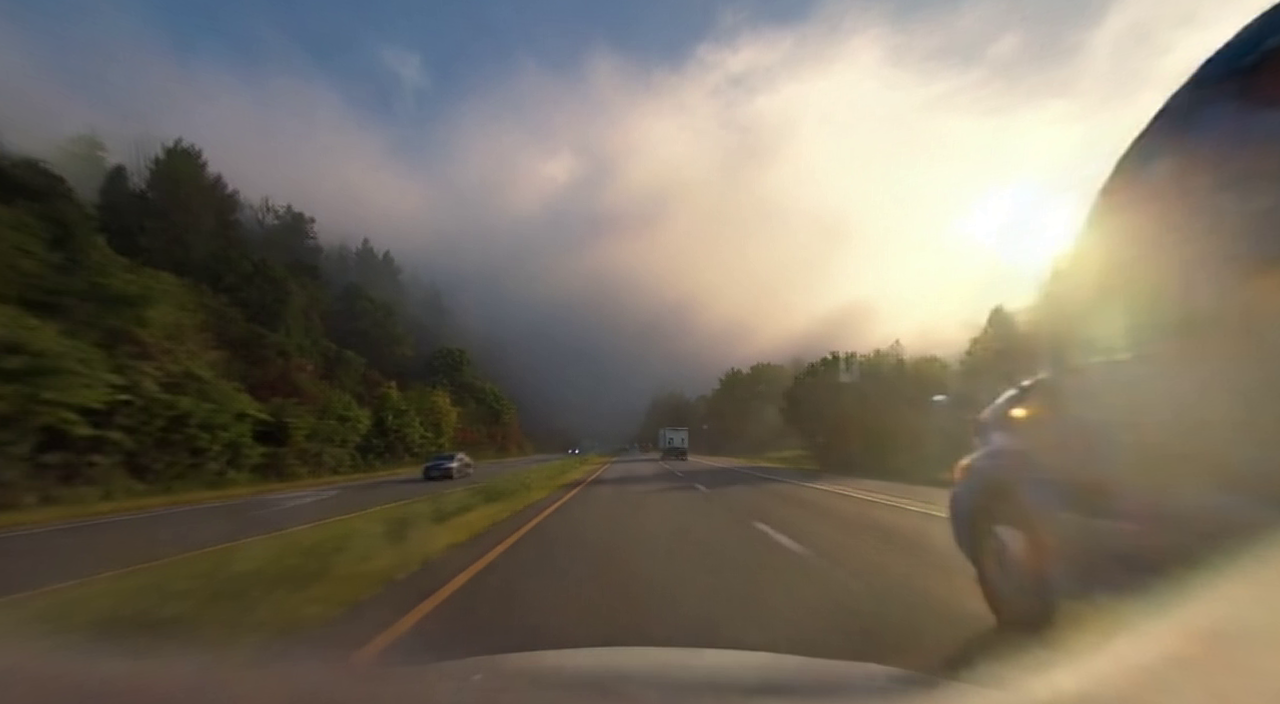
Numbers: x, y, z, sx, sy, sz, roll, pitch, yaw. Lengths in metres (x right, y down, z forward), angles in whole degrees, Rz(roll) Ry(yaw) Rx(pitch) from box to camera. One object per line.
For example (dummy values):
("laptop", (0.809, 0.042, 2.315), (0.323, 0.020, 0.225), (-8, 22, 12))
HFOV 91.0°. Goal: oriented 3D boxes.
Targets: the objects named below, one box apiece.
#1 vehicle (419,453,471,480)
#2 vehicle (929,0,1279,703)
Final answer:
("vehicle", (-12.406, 7.271, 40.232), (1.923, 1.507, 4.349), (-1, -8, 0))
("vehicle", (4.241, -0.331, 0.600), (3.101, 3.507, 9.878), (0, -8, -1))
